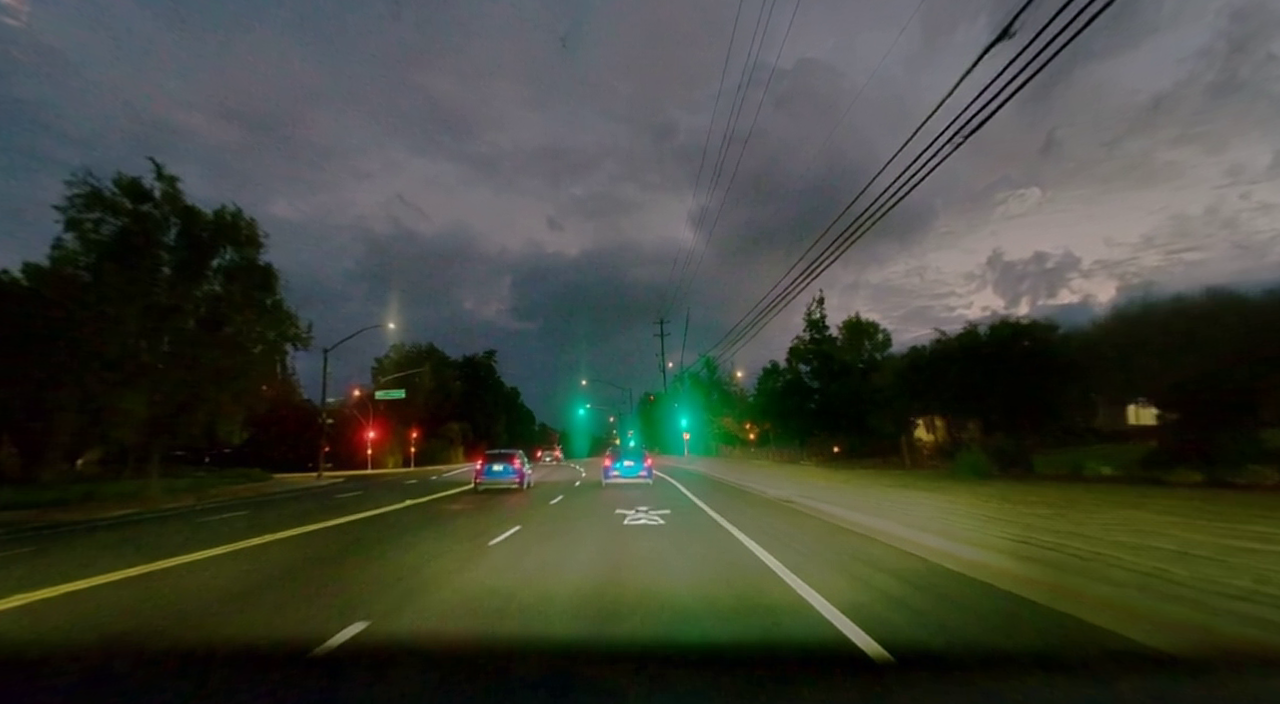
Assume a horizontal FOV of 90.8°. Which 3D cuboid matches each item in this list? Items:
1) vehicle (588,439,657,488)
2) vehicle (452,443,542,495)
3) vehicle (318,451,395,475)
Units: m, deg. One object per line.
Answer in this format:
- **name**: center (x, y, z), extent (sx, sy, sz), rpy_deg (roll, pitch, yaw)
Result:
- **vehicle**: center (-0.663, 3.821, 21.877), extent (2.168, 1.504, 4.284), rpy_deg (1, -9, -3)
- **vehicle**: center (-4.299, 3.596, 19.694), extent (1.913, 1.425, 4.235), rpy_deg (0, -9, -1)
- **vehicle**: center (-22.006, 8.604, 49.079), extent (4.979, 1.782, 2.264), rpy_deg (-2, -9, 14)
